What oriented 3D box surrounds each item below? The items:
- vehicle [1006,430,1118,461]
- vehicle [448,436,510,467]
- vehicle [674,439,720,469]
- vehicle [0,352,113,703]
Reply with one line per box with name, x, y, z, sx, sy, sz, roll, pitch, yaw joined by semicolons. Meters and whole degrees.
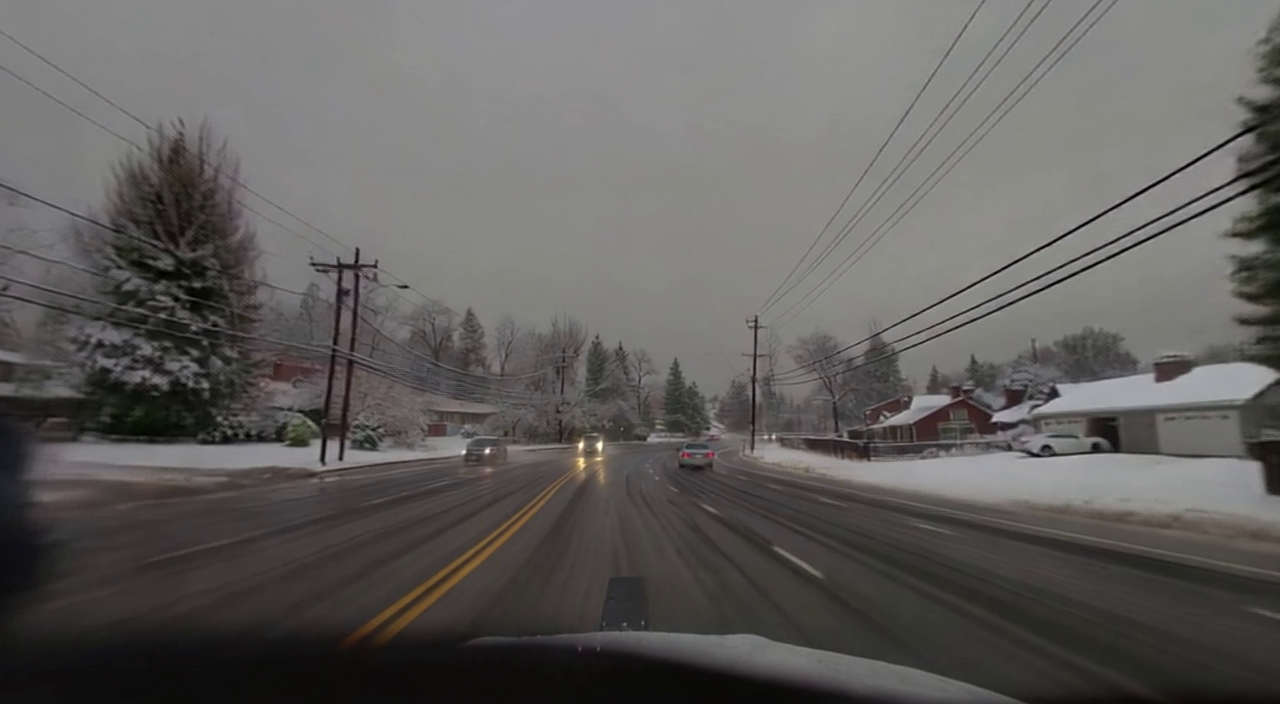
vehicle;21.733;4.823;32.537;4.444;1.479;1.913;0;-8;-3
vehicle;-8.501;5.316;33.777;2.019;1.476;4.786;0;-9;0
vehicle;2.928;5.336;33.103;1.982;1.451;4.152;0;-9;-1
vehicle;-4.140;0.637;1.187;2.205;1.769;4.589;-1;-9;2
